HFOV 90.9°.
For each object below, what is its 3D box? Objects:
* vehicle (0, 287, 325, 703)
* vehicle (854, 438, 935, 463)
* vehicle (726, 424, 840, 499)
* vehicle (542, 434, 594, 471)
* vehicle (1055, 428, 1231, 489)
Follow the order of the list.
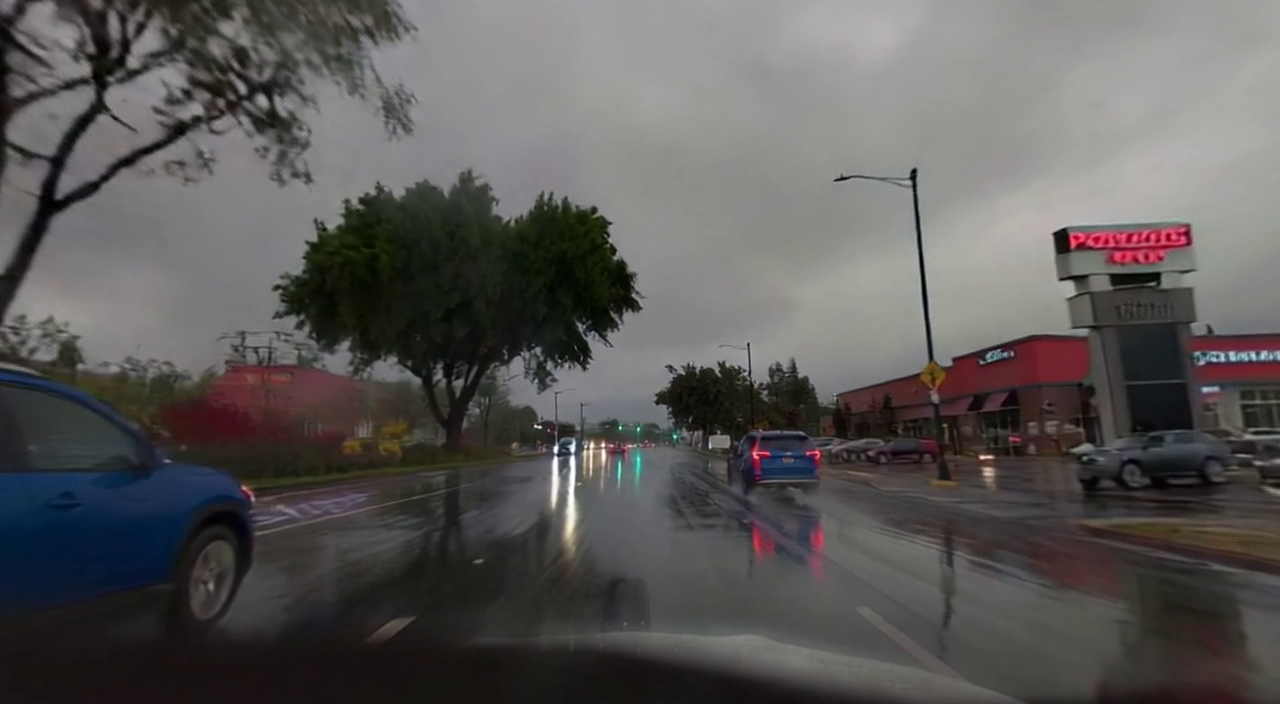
[{"bbox_3d":[-3.874,0.724,2.968,2.210,1.925,4.838,0,-8,1],"label":"vehicle"},{"bbox_3d":[17.465,6.770,43.415,4.706,1.660,2.077,0,-8,0],"label":"vehicle"},{"bbox_3d":[3.697,2.932,17.214,2.024,1.773,4.431,0,-8,0],"label":"vehicle"},{"bbox_3d":[-3.698,5.252,33.107,2.112,1.775,4.404,0,-8,1],"label":"vehicle"},{"bbox_3d":[15.513,3.300,19.861,1.897,1.662,4.504,0,-8,2],"label":"vehicle"}]
